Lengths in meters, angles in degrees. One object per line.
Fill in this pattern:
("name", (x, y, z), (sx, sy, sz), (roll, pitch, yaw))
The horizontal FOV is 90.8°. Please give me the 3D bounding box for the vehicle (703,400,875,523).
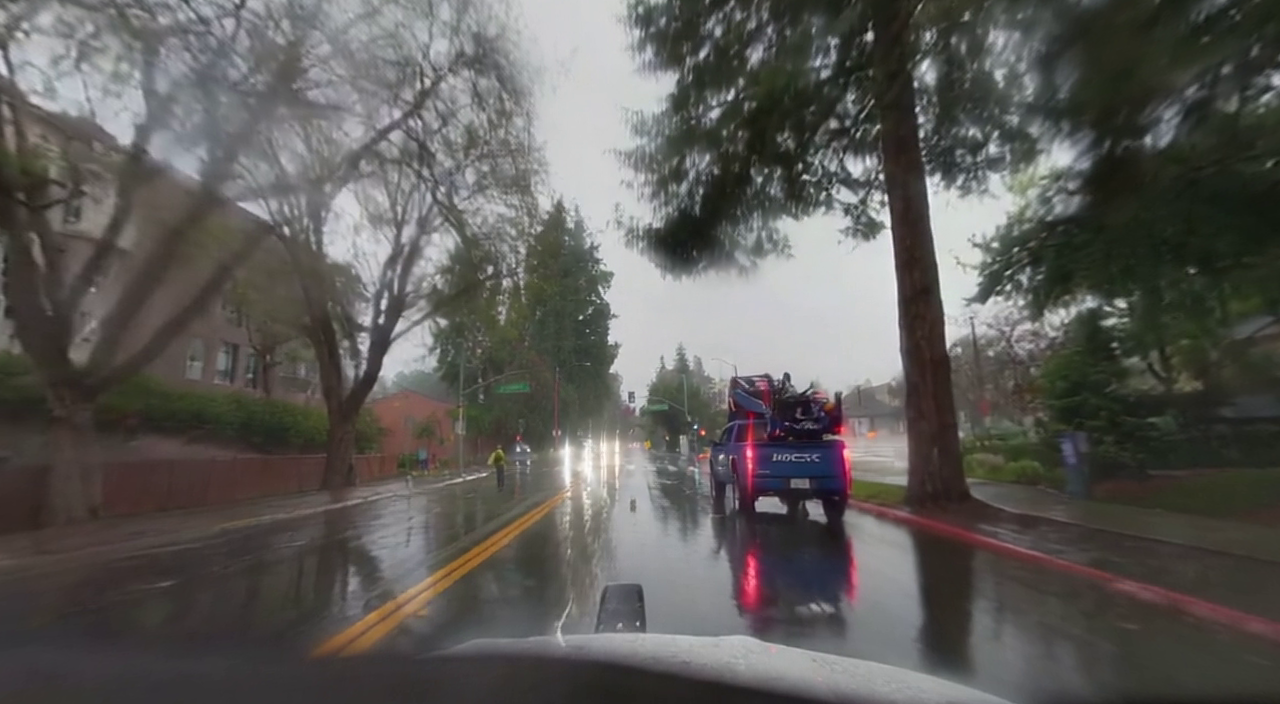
("vehicle", (2.730, 2.214, 13.229), (2.177, 2.015, 5.463), (0, -8, -1))
